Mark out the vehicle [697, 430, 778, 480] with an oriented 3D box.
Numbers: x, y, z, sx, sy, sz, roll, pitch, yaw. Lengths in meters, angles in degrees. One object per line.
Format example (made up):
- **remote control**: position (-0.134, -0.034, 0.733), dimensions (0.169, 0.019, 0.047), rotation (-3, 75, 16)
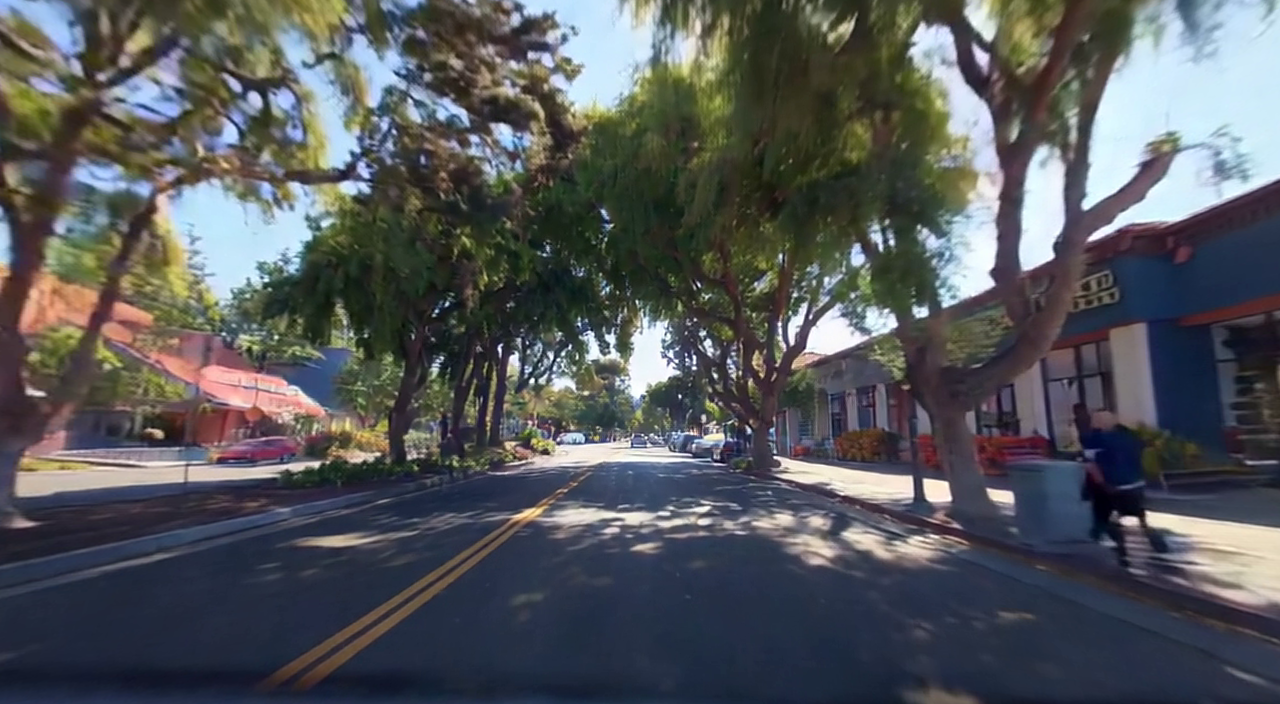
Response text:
- **vehicle**: position (3.180, 3.485, 21.537), dimensions (2.152, 1.527, 4.010), rotation (0, -8, 0)
